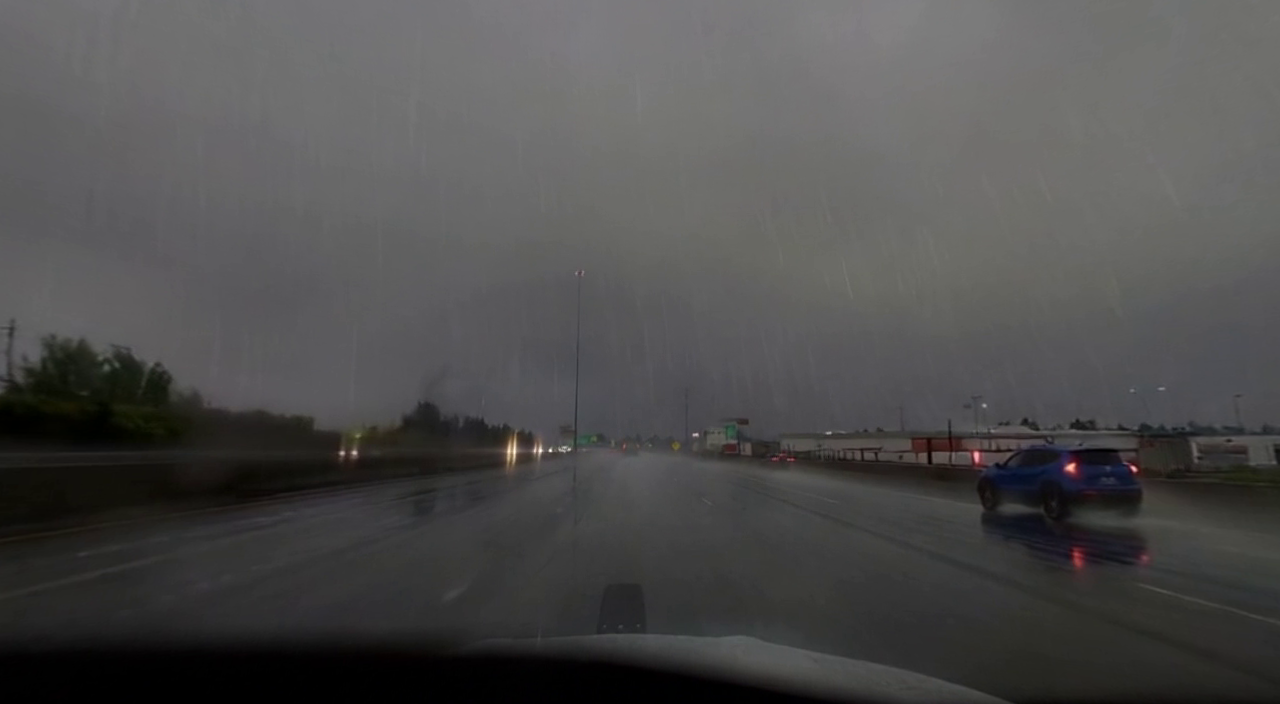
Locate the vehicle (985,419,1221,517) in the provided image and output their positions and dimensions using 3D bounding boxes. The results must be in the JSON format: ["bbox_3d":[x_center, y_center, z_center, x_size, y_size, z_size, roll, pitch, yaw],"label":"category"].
[{"bbox_3d":[12.625,3.202,17.886,2.411,2.326,5.300,0,-9,-3],"label":"vehicle"}]
